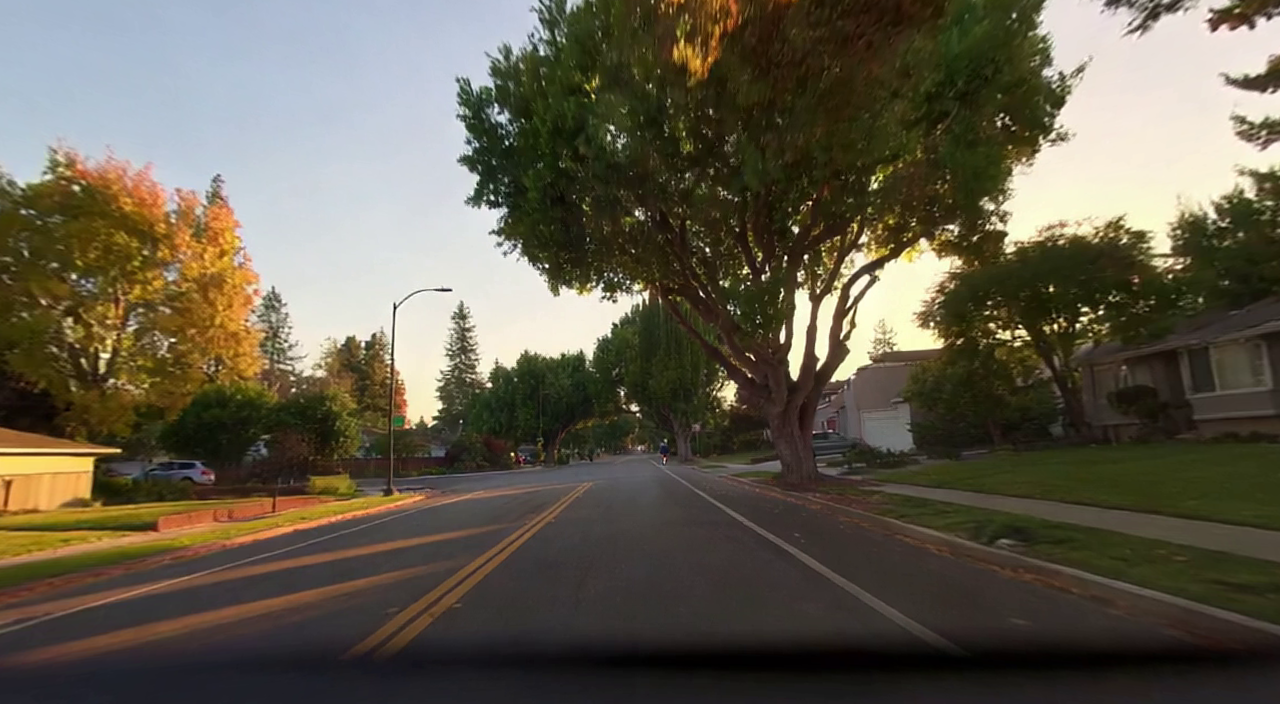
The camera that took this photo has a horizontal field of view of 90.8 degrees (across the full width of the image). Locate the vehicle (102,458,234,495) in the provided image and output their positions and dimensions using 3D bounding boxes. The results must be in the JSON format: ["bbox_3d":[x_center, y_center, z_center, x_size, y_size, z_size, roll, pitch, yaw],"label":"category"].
[{"bbox_3d":[-21.587,5.677,29.164,1.852,1.462,4.585,-3,-9,18],"label":"vehicle"}]

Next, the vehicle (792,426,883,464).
[{"bbox_3d":[10.311,4.880,33.242,4.146,1.866,1.897,-2,-9,6],"label":"vehicle"}]
